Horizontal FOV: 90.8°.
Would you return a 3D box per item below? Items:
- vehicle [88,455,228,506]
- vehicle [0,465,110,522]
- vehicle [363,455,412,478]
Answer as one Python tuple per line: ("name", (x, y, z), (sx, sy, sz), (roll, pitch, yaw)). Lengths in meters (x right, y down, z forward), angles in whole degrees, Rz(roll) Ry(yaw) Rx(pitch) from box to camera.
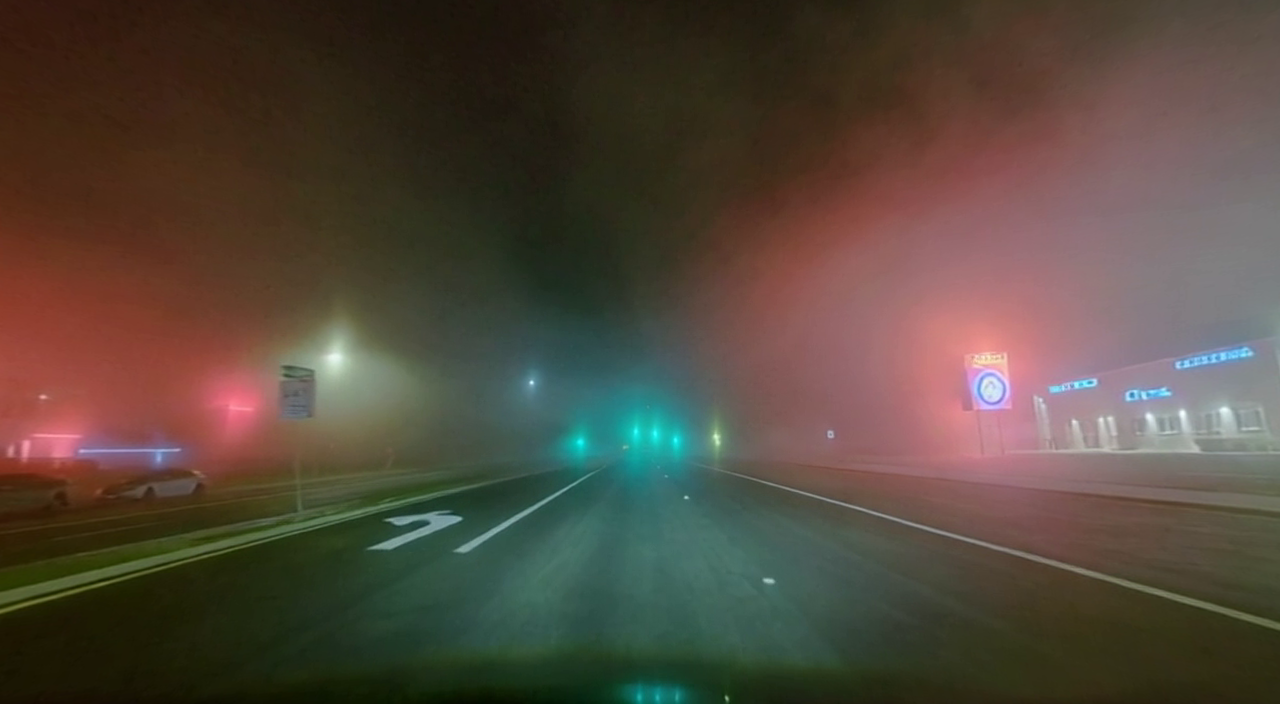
("vehicle", (-19.135, 5.064, 25.426), (1.976, 1.766, 4.677), (0, -9, -1))
("vehicle", (-19.039, 4.242, 19.087), (1.925, 1.485, 4.821), (0, -9, -2))
("vehicle", (-19.452, 8.798, 48.863), (1.943, 1.638, 4.415), (0, -9, 0))
